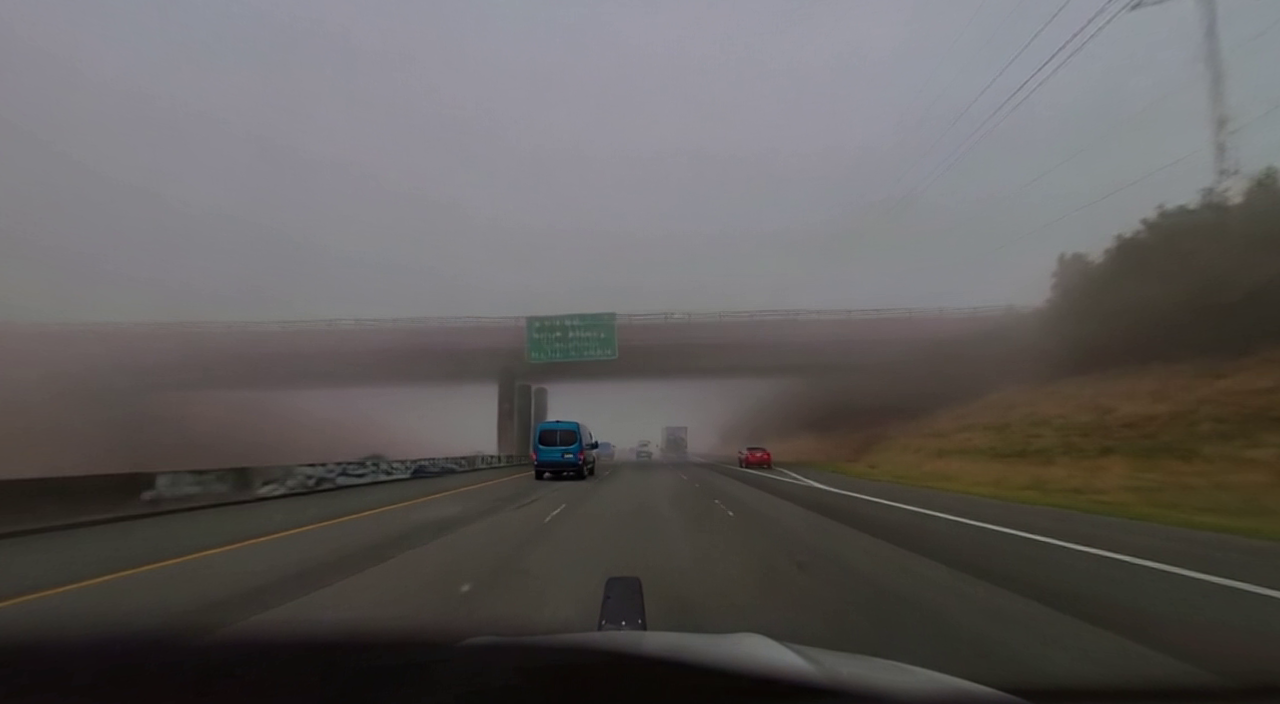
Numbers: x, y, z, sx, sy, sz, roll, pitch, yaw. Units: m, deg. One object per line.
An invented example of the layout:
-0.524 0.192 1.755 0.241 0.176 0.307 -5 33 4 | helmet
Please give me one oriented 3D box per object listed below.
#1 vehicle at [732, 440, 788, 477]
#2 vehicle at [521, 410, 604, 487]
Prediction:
5.764 5.180 30.719 1.936 1.664 4.198 0 -9 1 | vehicle
-2.860 3.800 24.831 2.451 2.627 5.868 0 -9 1 | vehicle
